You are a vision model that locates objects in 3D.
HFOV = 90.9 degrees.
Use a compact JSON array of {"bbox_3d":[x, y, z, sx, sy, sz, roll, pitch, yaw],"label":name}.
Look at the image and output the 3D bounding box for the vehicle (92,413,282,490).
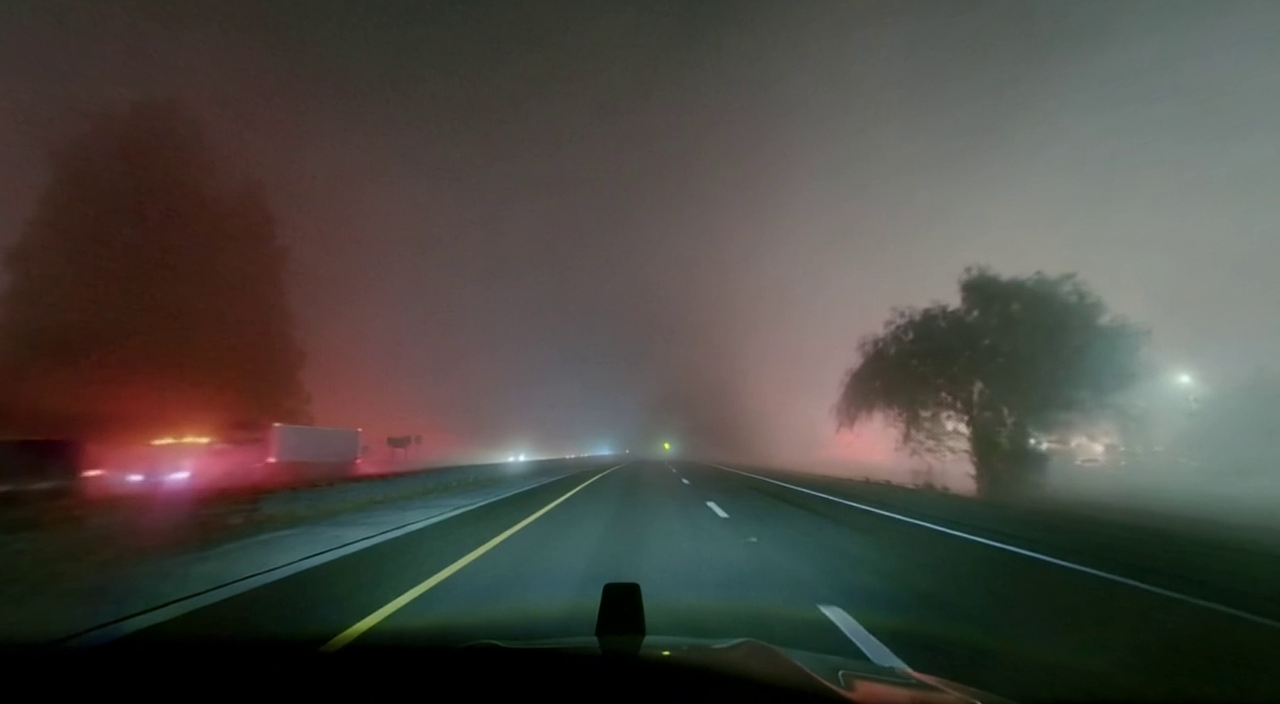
[{"bbox_3d":[-22.587,5.067,32.379,3.178,3.344,8.688,0,-9,0],"label":"vehicle"}]
